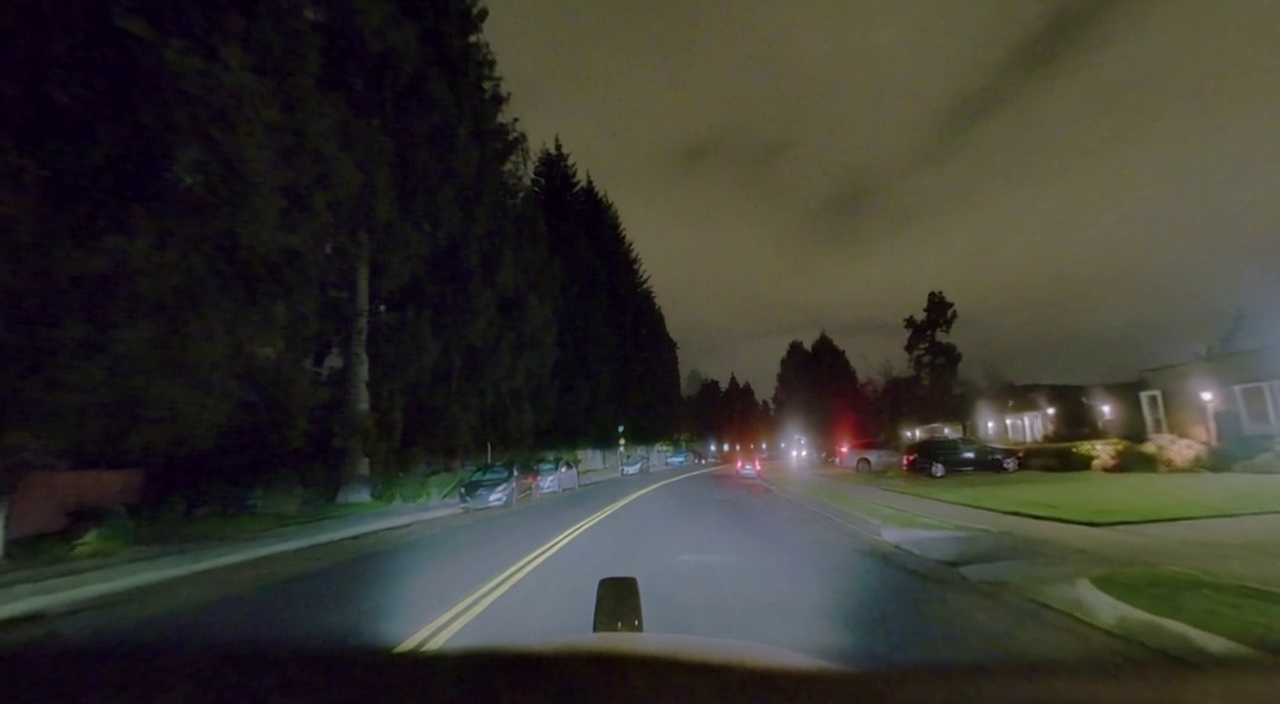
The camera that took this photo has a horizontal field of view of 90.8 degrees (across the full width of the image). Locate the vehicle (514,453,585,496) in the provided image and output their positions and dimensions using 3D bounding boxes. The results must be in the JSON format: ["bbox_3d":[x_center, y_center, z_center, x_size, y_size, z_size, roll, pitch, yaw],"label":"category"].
[{"bbox_3d":[-3.864,5.446,27.784,1.972,1.536,4.347,-3,-15,7],"label":"vehicle"}]

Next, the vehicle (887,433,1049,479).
[{"bbox_3d":[11.813,3.778,23.016,4.744,1.507,1.953,-1,-9,3],"label":"vehicle"}]

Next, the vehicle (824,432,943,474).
[{"bbox_3d":[11.677,4.901,30.626,5.009,1.906,2.046,-2,-9,11],"label":"vehicle"}]

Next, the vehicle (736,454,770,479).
[{"bbox_3d":[7.320,7.366,40.976,1.972,1.460,4.137,-2,-9,10],"label":"vehicle"}]

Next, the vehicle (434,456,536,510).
[{"bbox_3d":[-4.873,4.339,20.522,1.886,1.494,4.149,-2,-15,6],"label":"vehicle"}]

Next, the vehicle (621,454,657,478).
[{"bbox_3d":[-0.025,8.893,49.017,2.005,1.557,4.172,-3,-14,11],"label":"vehicle"}]
